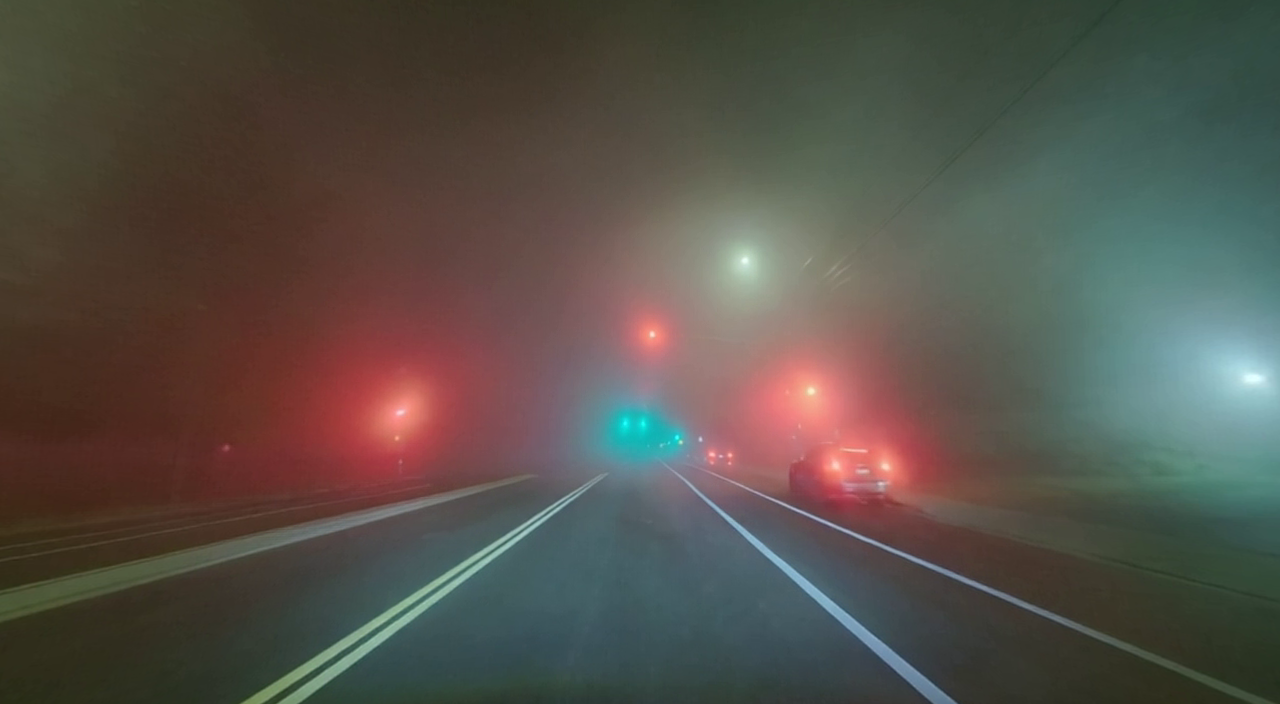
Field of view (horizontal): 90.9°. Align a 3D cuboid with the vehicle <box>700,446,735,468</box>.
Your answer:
[{"bbox_3d":[5.428,7.397,44.713,2.032,1.478,5.040,0,-8,2],"label":"vehicle"}]

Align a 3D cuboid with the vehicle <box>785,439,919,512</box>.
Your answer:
[{"bbox_3d":[5.089,2.987,15.794,1.955,1.549,4.129,0,-8,1],"label":"vehicle"}]
